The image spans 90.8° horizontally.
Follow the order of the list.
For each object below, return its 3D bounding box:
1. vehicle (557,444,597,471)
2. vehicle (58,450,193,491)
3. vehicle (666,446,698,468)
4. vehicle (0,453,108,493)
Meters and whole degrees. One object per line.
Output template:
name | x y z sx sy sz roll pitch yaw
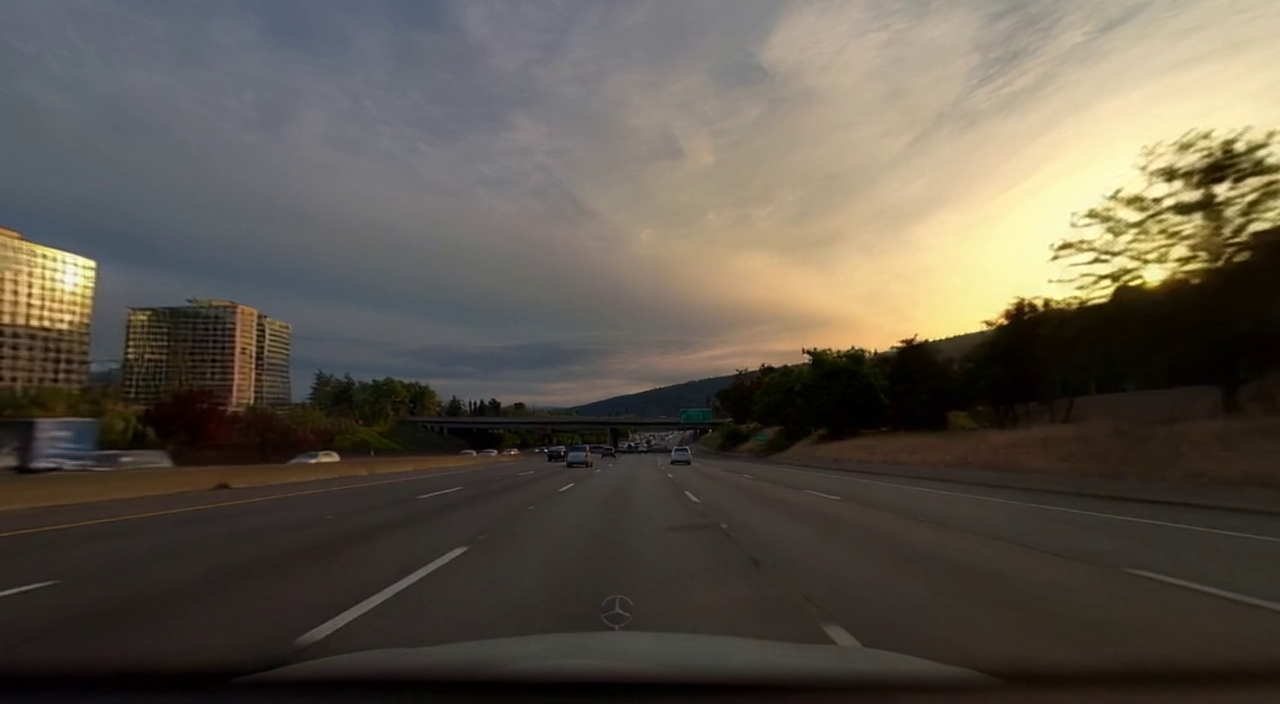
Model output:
vehicle | -4.156 7.025 42.419 2.179 1.693 4.204 0 -9 1
vehicle | -23.940 5.503 29.719 2.135 1.714 5.019 0 -9 0
vehicle | 3.042 7.685 46.432 1.967 1.475 4.080 0 -9 -2
vehicle | -27.445 5.512 29.075 1.913 1.638 4.524 0 -9 0
